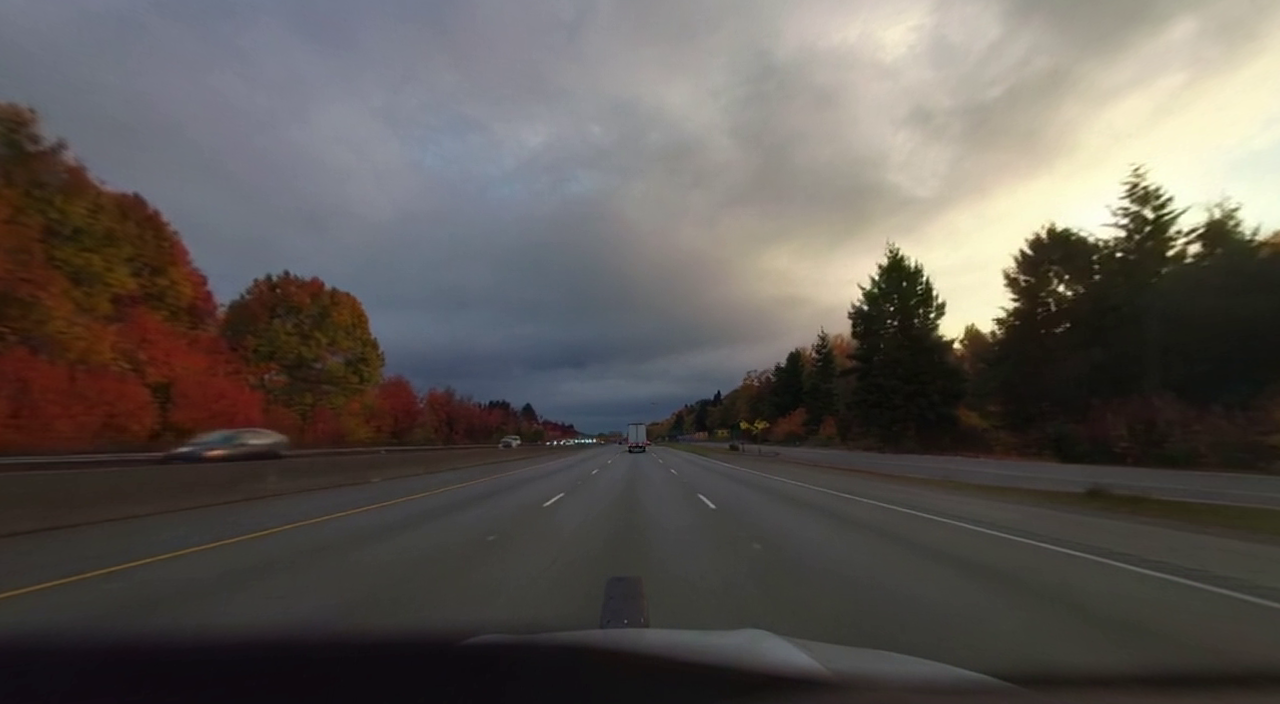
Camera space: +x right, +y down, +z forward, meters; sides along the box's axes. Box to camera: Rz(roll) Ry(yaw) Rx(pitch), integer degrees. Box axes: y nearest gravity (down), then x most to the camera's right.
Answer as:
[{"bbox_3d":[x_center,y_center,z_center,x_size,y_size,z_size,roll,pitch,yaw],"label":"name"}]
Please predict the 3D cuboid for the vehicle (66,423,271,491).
[{"bbox_3d":[-11.754,2.641,16.161,1.871,1.495,4.368,0,-8,0],"label":"vehicle"}]
